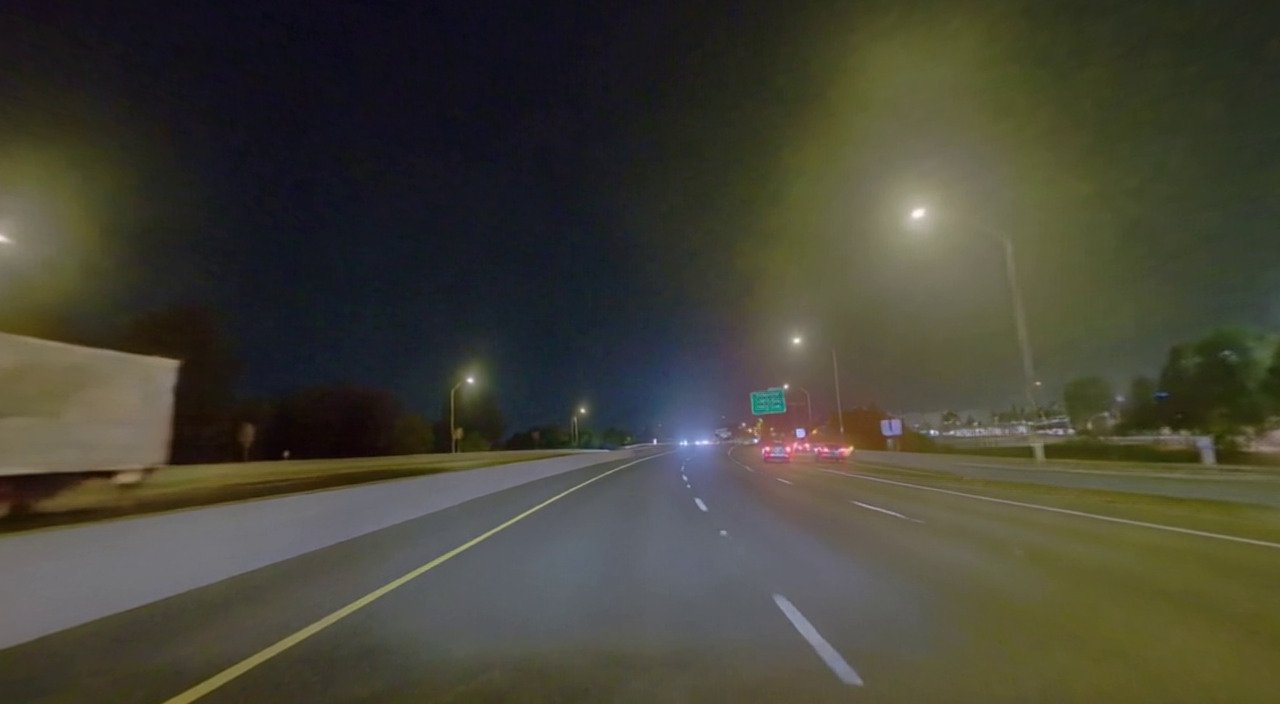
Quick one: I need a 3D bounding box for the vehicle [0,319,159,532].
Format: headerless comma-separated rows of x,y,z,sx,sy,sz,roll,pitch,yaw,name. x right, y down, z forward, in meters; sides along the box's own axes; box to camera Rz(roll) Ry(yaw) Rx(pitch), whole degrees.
-14.623,0.853,8.420,2.913,4.308,16.896,0,-8,1,vehicle
